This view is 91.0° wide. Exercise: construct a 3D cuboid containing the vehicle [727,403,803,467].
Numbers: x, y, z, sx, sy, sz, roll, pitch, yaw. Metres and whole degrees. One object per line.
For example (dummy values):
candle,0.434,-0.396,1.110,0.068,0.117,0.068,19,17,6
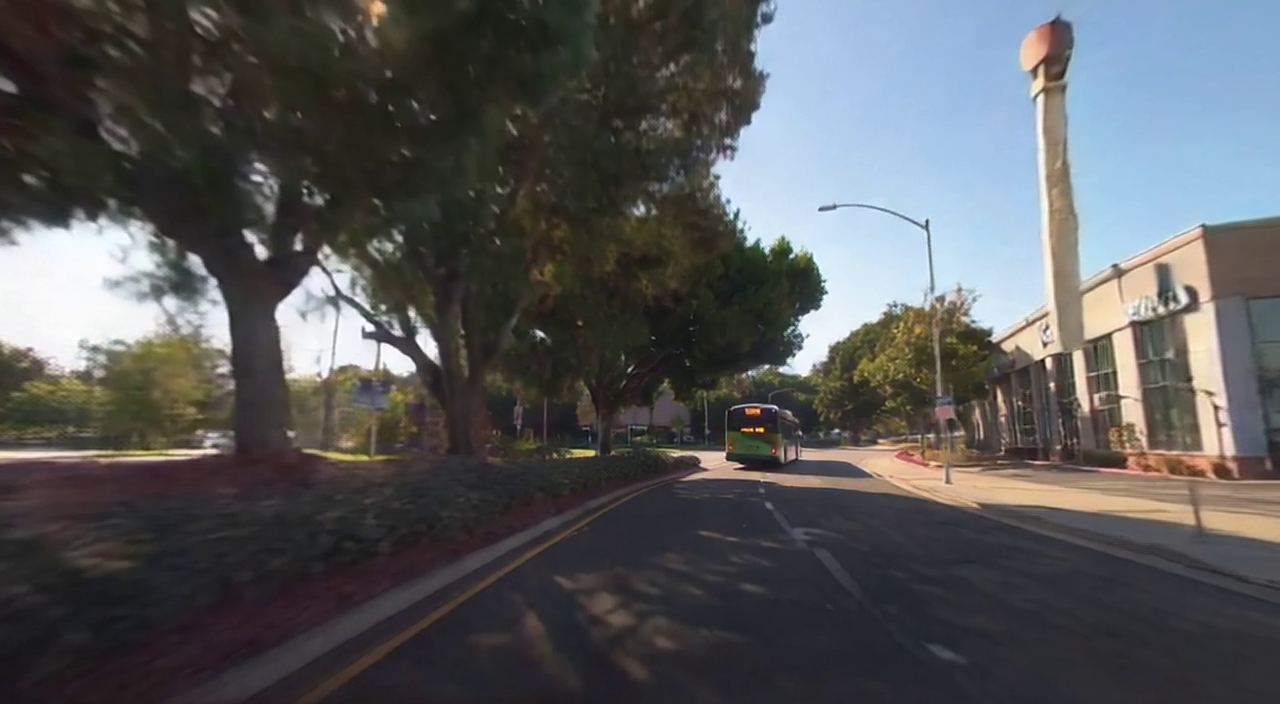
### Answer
vehicle,8.047,5.288,39.250,3.031,3.429,11.005,-3,-9,19
